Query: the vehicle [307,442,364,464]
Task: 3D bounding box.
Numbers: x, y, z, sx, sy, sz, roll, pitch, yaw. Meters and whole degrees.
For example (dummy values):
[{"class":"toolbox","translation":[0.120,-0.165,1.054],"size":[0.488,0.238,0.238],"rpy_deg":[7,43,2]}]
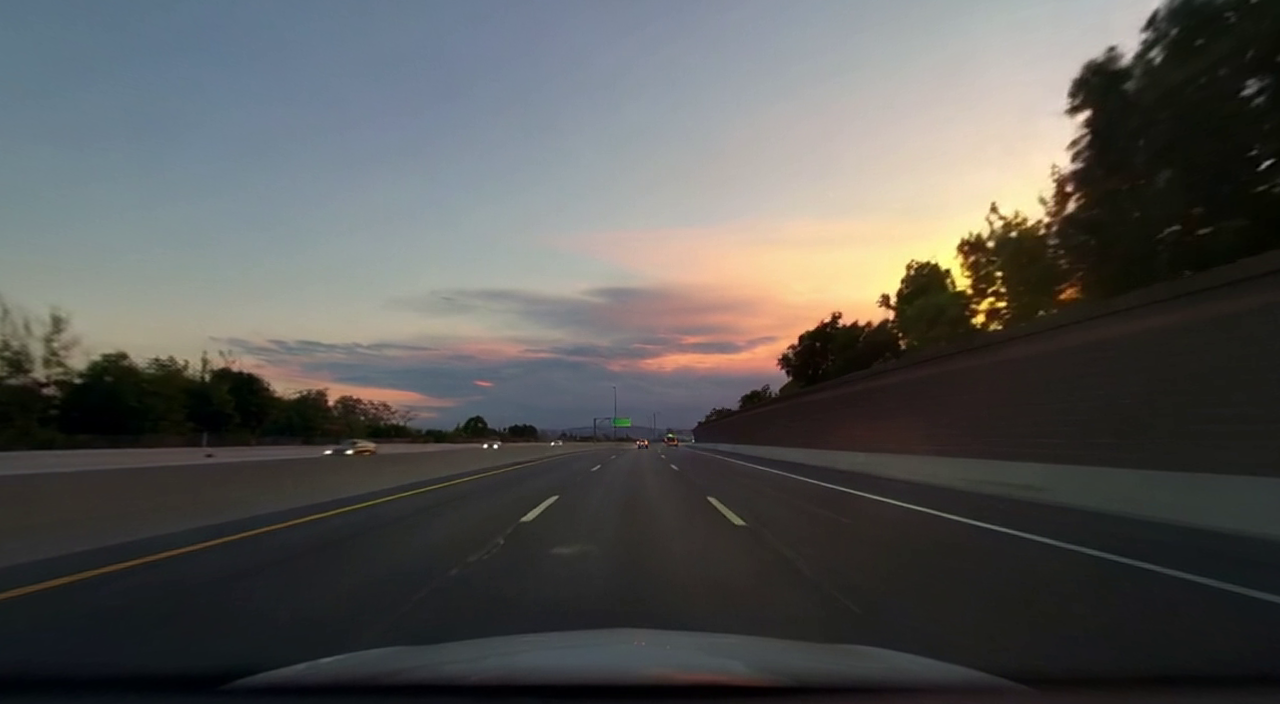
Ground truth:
[{"class":"vehicle","translation":[-22.824,7.579,47.483],"size":[1.878,1.526,4.733],"rpy_deg":[0,-8,1]}]
